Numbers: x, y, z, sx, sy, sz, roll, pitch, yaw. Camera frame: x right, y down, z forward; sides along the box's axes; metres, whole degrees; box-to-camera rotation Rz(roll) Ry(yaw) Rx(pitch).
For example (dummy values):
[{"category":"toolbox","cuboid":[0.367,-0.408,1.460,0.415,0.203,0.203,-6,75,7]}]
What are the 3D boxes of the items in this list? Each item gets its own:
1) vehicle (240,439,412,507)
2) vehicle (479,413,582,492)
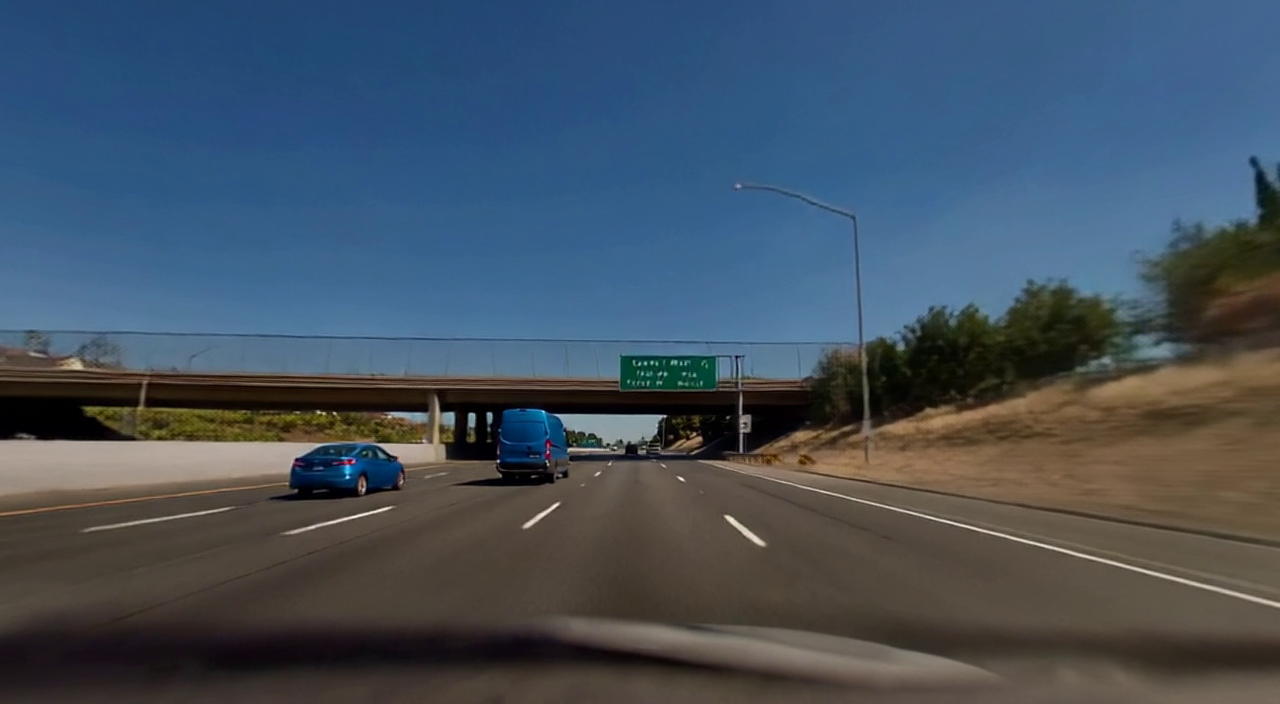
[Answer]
[{"category":"vehicle","cuboid":[-7.879,3.054,16.409,1.987,1.490,4.781,0,-9,1]},{"category":"vehicle","cuboid":[-3.422,3.322,20.944,2.372,2.248,5.393,0,-9,1]}]
